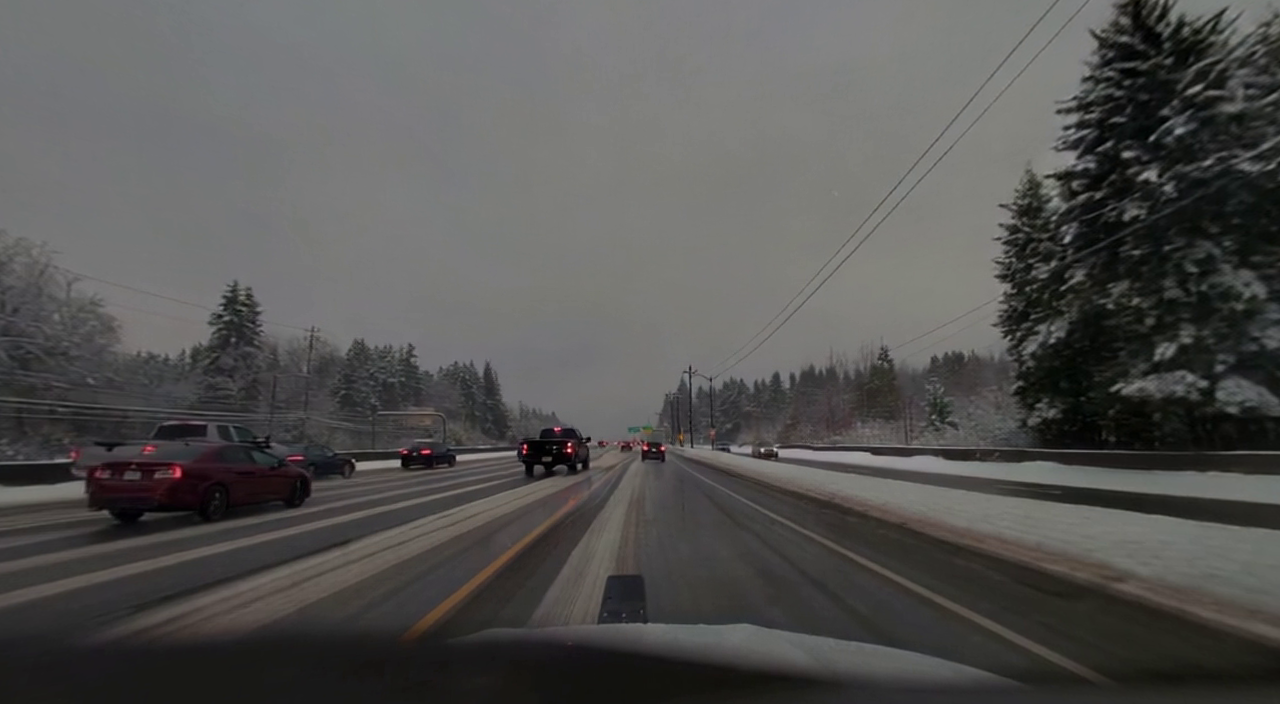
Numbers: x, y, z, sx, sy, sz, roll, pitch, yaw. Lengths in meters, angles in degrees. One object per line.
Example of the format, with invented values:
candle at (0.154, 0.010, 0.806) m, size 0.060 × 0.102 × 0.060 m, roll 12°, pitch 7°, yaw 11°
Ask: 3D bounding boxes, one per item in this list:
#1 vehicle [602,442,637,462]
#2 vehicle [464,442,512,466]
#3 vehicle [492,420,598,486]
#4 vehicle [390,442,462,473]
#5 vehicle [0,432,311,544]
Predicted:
vehicle at (-1.522, 7.658, 48.171) m, size 2.013 × 1.444 × 4.447 m, roll -1°, pitch -8°, yaw 7°
vehicle at (-10.210, 6.857, 42.438) m, size 1.915 × 1.472 × 4.502 m, roll -1°, pitch -8°, yaw 3°
vehicle at (-3.304, 3.751, 23.649) m, size 2.815 × 2.092 × 6.526 m, roll 0°, pitch -8°, yaw 2°
vehicle at (-10.699, 5.273, 31.721) m, size 1.884 × 1.453 × 4.579 m, roll 0°, pitch -8°, yaw 2°
vehicle at (-7.845, 2.149, 10.651) m, size 1.964 × 1.481 × 4.425 m, roll -1°, pitch -8°, yaw 2°
